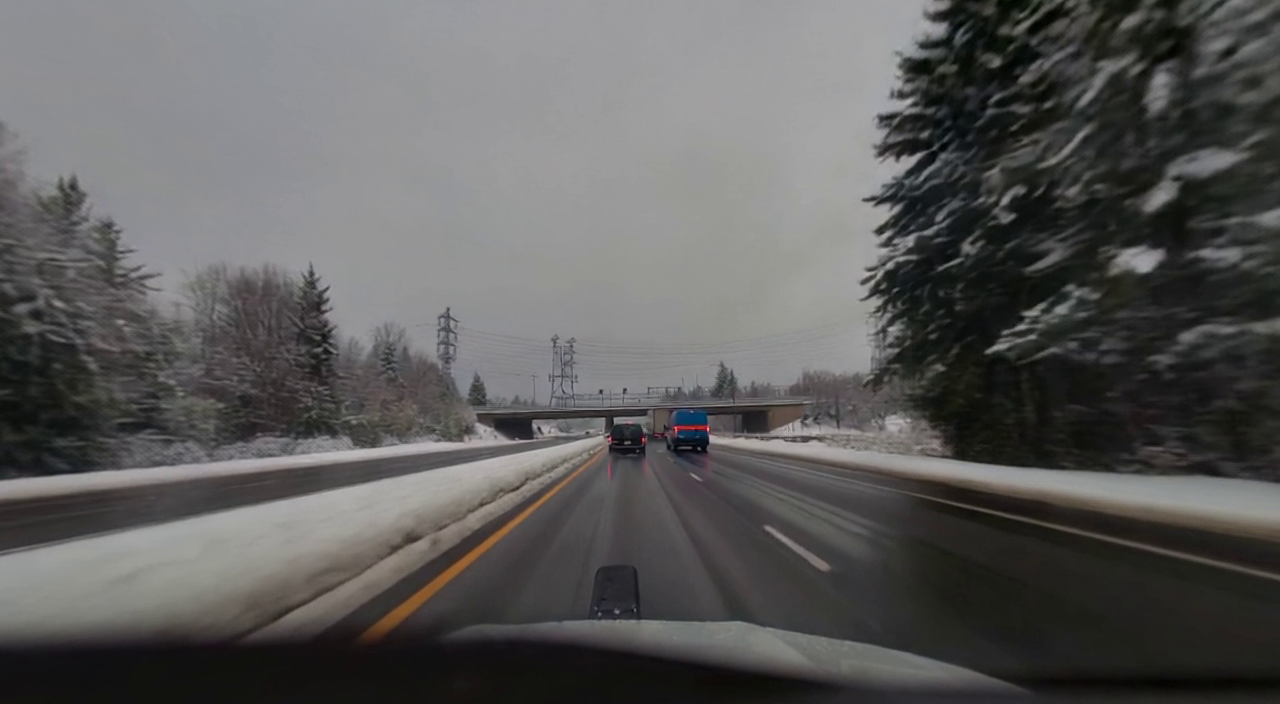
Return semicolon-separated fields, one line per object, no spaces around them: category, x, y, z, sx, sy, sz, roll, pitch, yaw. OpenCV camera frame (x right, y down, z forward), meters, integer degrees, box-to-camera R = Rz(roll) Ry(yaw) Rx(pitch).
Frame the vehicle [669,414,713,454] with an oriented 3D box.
vehicle;3.361;5.560;42.661;2.387;2.506;5.374;0;-8;-2

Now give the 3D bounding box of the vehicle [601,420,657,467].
vehicle;-0.481;3.715;25.713;2.073;1.750;4.116;0;-8;-2
